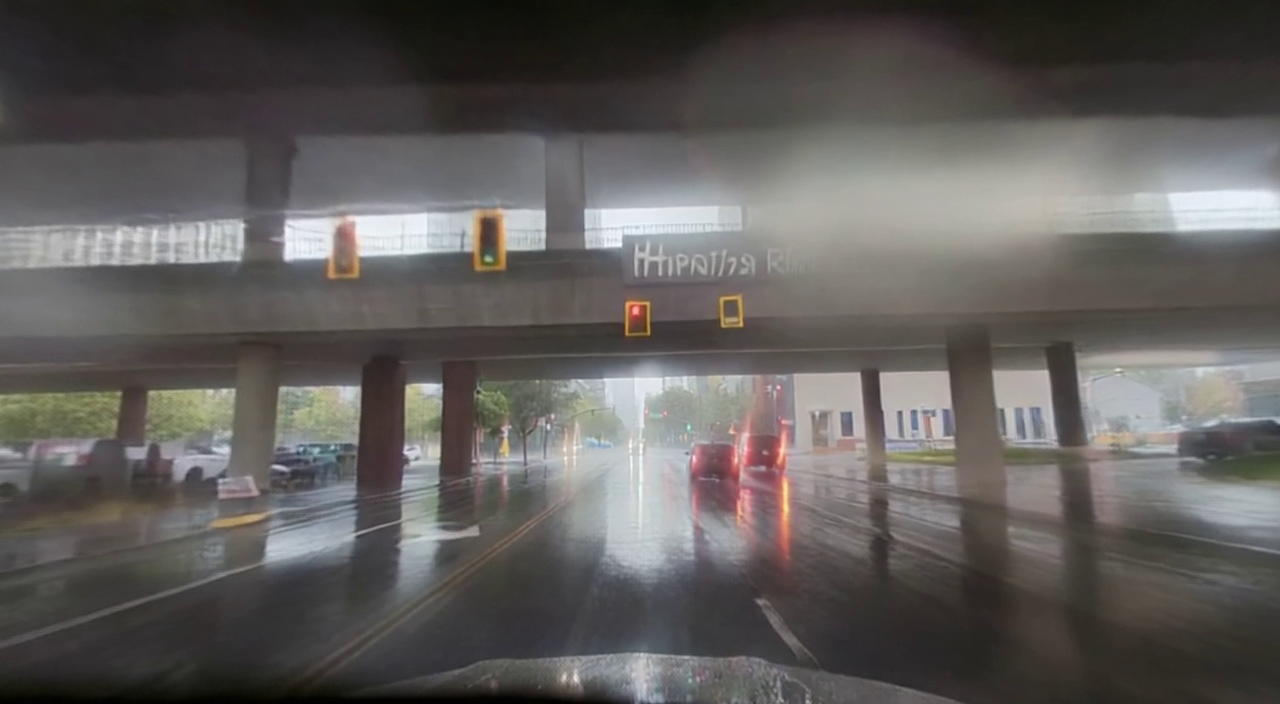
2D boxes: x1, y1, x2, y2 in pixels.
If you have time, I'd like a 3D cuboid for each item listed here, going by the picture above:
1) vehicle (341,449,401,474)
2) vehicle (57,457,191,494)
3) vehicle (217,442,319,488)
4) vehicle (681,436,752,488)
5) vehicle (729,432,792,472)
[{"bbox_3d":[-17.777,7.252,41.932,1.985,1.505,4.275,-1,-8,2],"label":"vehicle"},{"bbox_3d":[-24.569,5.866,30.339,2.128,1.493,4.955,-1,-8,2],"label":"vehicle"},{"bbox_3d":[-17.992,5.426,30.793,2.167,2.024,4.589,0,-8,-1],"label":"vehicle"},{"bbox_3d":[2.499,3.697,21.540,1.947,1.576,3.825,0,-8,0],"label":"vehicle"},{"bbox_3d":[6.858,5.781,36.677,2.433,2.116,5.789,0,-8,-1],"label":"vehicle"}]
